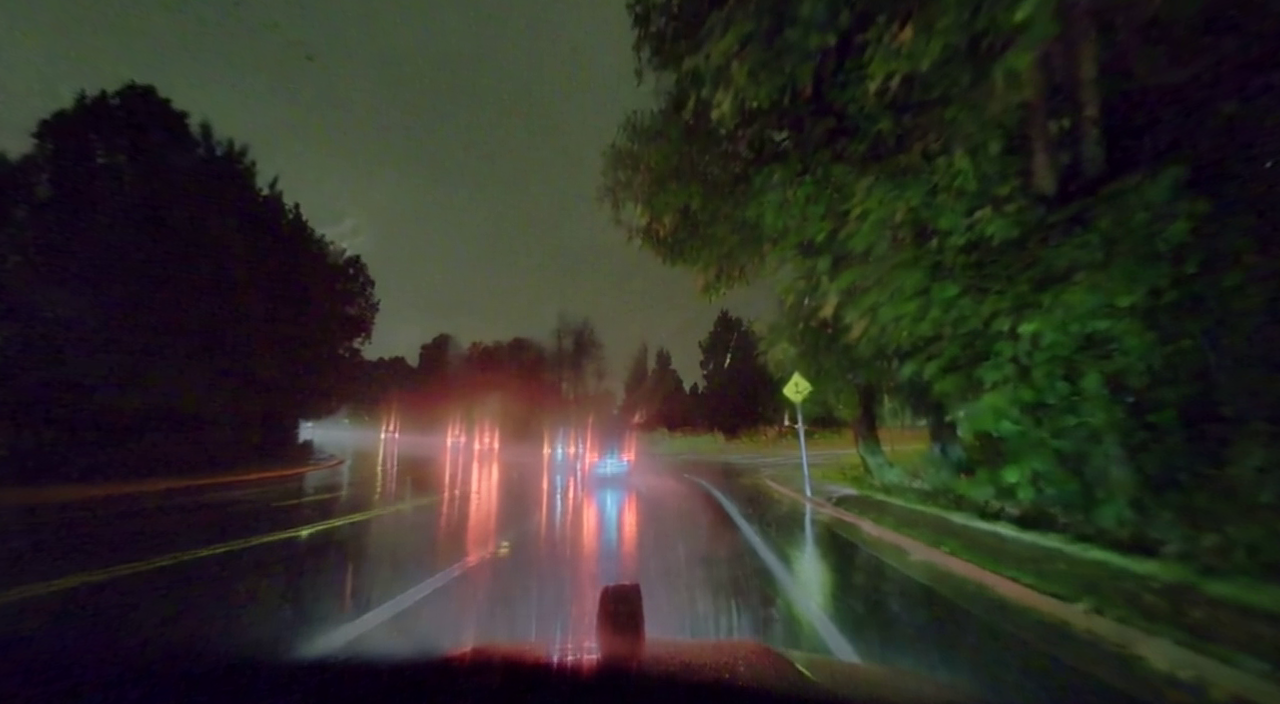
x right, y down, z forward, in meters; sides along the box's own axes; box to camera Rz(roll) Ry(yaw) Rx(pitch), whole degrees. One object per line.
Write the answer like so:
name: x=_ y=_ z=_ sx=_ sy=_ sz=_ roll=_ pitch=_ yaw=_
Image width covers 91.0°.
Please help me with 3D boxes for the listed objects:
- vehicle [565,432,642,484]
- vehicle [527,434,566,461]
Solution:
vehicle: x=-1.306 y=3.454 z=20.782 sx=2.296 sy=1.510 sz=4.068 roll=1 pitch=-8 yaw=-6
vehicle: x=-5.609 y=5.655 z=37.333 sx=2.080 sy=1.530 sz=3.719 roll=1 pitch=-8 yaw=-11
